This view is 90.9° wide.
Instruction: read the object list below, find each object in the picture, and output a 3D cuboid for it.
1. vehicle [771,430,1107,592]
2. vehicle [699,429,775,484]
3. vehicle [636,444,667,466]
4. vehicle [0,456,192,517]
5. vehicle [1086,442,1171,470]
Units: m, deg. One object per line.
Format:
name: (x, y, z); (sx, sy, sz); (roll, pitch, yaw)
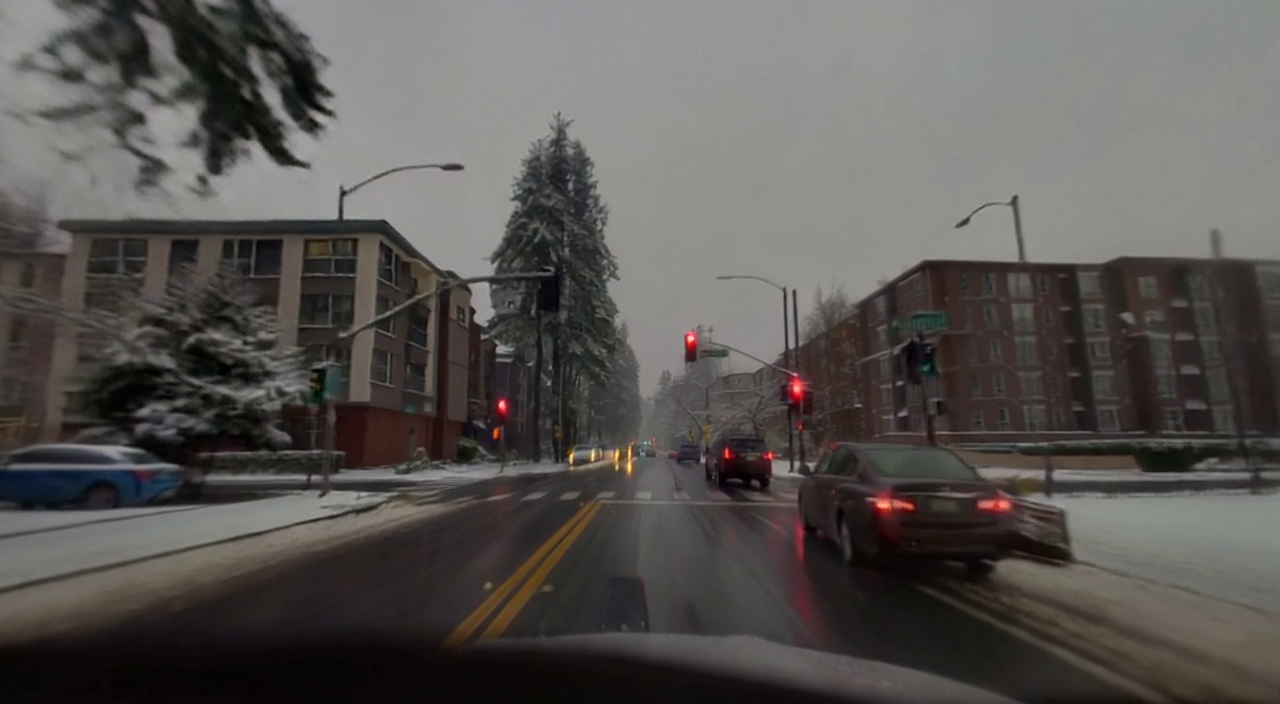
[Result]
vehicle: (3.294, 1.839, 8.308); (2.078, 1.488, 4.741); (0, -8, 0)
vehicle: (3.564, 3.960, 24.045); (2.199, 1.872, 4.513); (0, -8, 0)
vehicle: (0.776, 7.352, 45.092); (2.097, 1.463, 4.043); (0, -8, 0)
vehicle: (-15.355, 3.624, 17.244); (4.727, 1.483, 2.002); (-1, -8, 4)
vehicle: (28.732, 6.121, 37.223); (1.698, 1.477, 3.735); (-2, -9, -6)
